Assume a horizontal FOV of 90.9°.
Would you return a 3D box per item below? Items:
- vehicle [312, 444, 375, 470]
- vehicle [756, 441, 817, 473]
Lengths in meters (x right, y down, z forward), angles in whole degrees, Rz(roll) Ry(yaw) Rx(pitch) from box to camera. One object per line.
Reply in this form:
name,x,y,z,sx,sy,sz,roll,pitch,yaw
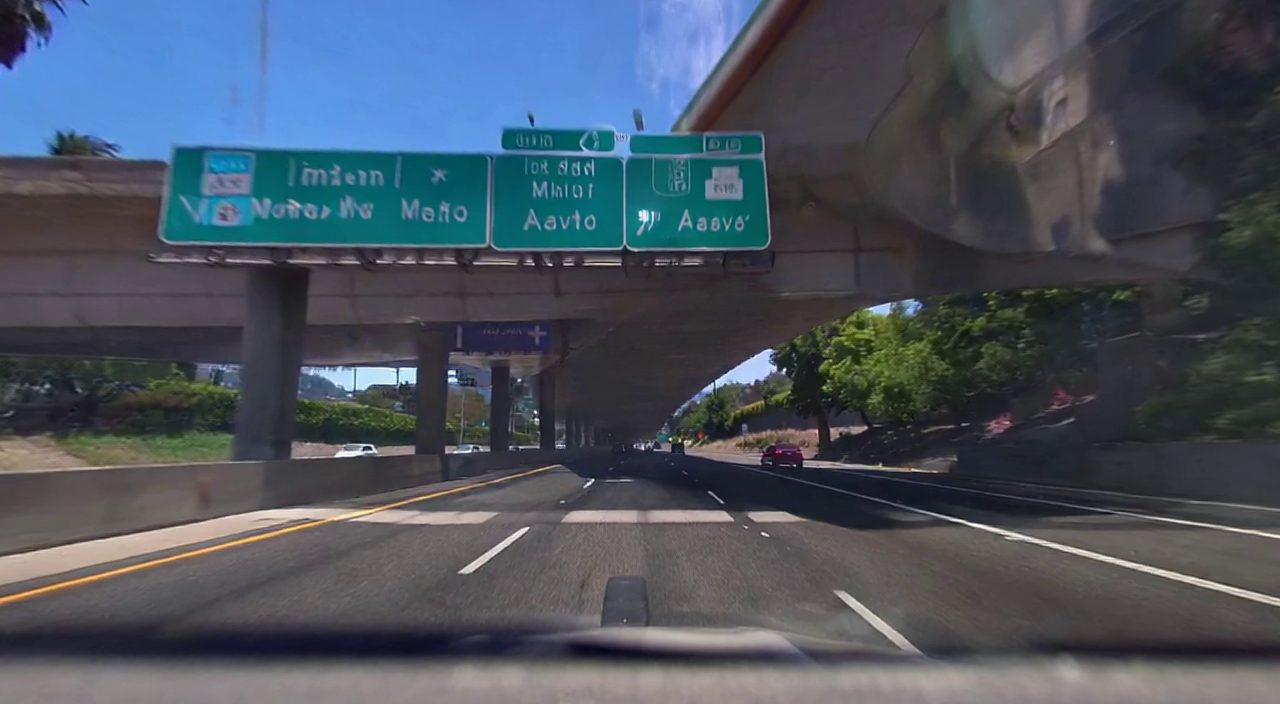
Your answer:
vehicle,-21.644,7.683,46.341,1.956,1.751,5.372,0,-8,1
vehicle,7.225,5.211,31.595,1.914,1.465,4.574,0,-8,-1
